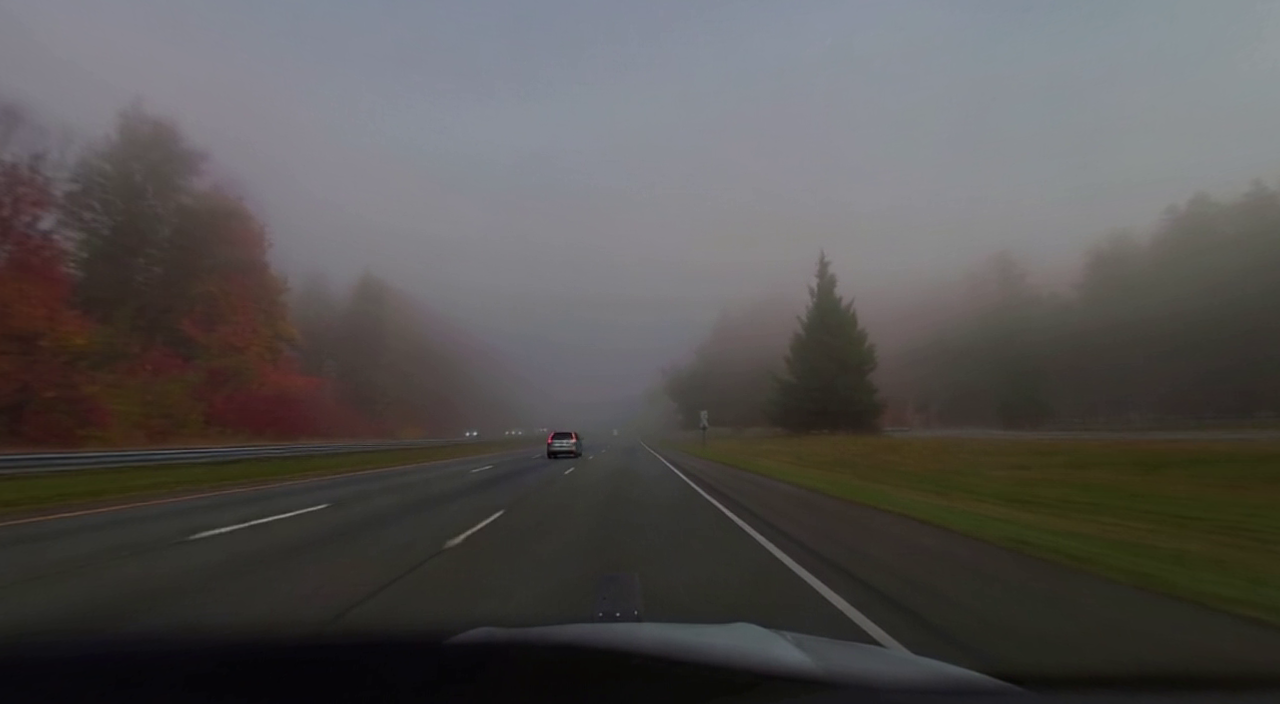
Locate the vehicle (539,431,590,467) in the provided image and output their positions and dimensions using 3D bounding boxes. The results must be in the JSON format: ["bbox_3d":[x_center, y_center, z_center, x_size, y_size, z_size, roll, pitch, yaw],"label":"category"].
[{"bbox_3d":[-3.692,4.803,31.430,2.057,1.666,4.552,0,-8,-1],"label":"vehicle"}]
